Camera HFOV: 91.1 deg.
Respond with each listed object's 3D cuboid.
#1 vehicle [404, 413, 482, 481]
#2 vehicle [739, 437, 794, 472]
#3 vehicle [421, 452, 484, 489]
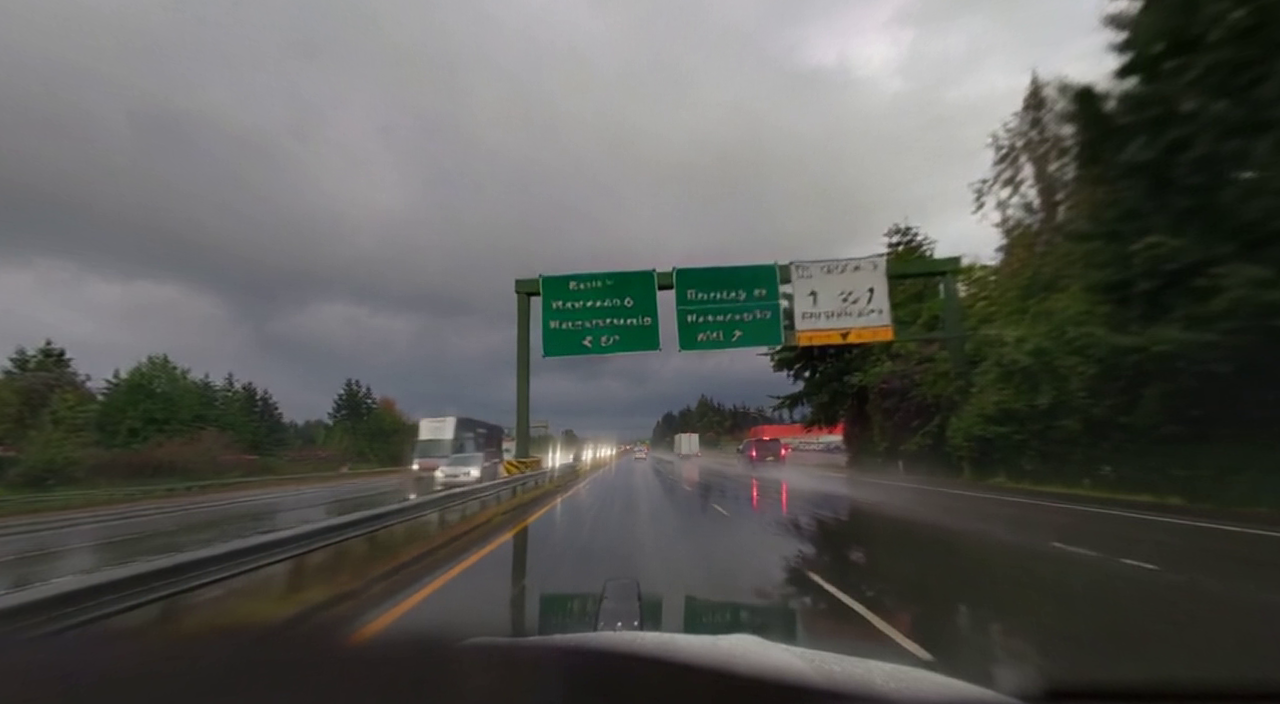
[{"bbox_3d":[-12.298,6.029,39.856,2.959,3.982,5.948,0,-9,0],"label":"vehicle"},{"bbox_3d":[7.408,6.068,37.397,2.156,1.943,5.010,0,-9,-1],"label":"vehicle"},{"bbox_3d":[-7.970,5.032,27.062,1.721,1.446,3.630,0,-9,-2],"label":"vehicle"}]
